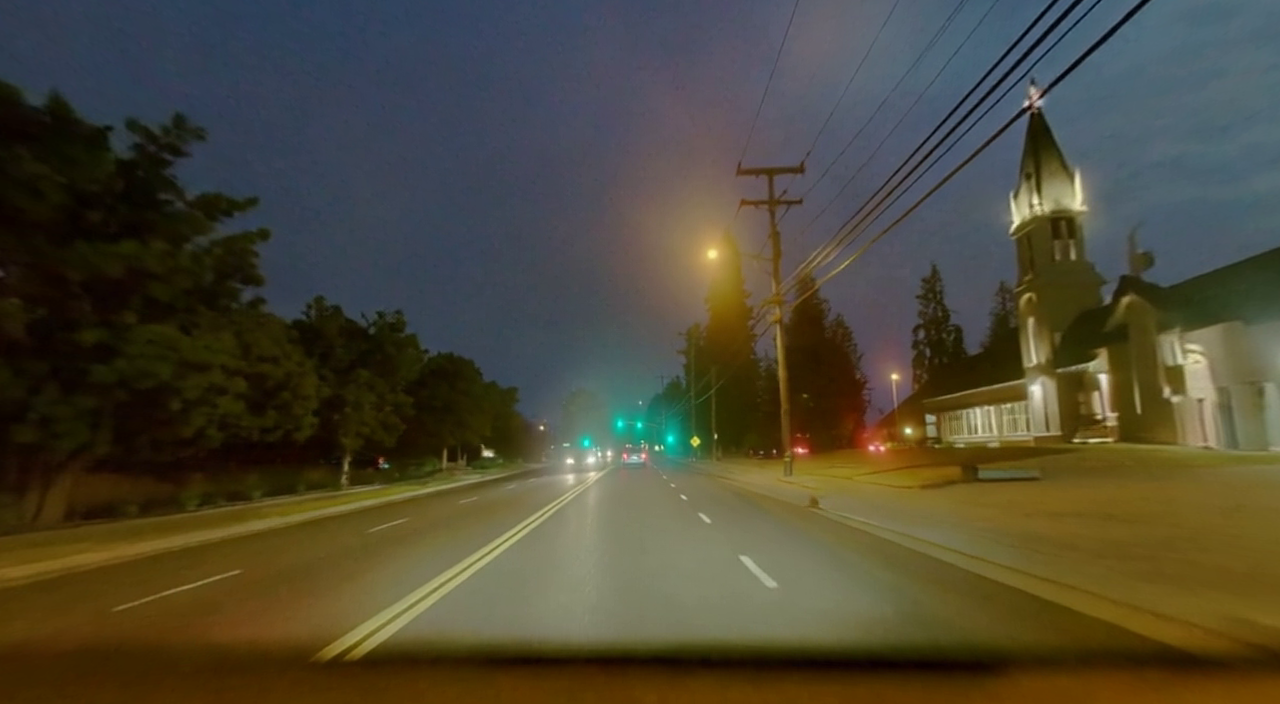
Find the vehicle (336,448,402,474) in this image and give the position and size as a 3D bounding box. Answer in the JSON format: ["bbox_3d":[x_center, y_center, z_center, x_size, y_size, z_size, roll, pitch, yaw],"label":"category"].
[{"bbox_3d":[-20.090,8.031,46.628,4.611,1.837,2.140,-5,-10,32],"label":"vehicle"}]

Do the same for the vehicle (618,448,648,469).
[{"bbox_3d":[-0.532,7.799,46.234,2.093,1.497,4.010,0,-9,-1],"label":"vehicle"}]

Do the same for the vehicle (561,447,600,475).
[{"bbox_3d":[-3.740,6.941,40.261,2.017,1.634,4.479,-1,-9,1],"label":"vehicle"}]
